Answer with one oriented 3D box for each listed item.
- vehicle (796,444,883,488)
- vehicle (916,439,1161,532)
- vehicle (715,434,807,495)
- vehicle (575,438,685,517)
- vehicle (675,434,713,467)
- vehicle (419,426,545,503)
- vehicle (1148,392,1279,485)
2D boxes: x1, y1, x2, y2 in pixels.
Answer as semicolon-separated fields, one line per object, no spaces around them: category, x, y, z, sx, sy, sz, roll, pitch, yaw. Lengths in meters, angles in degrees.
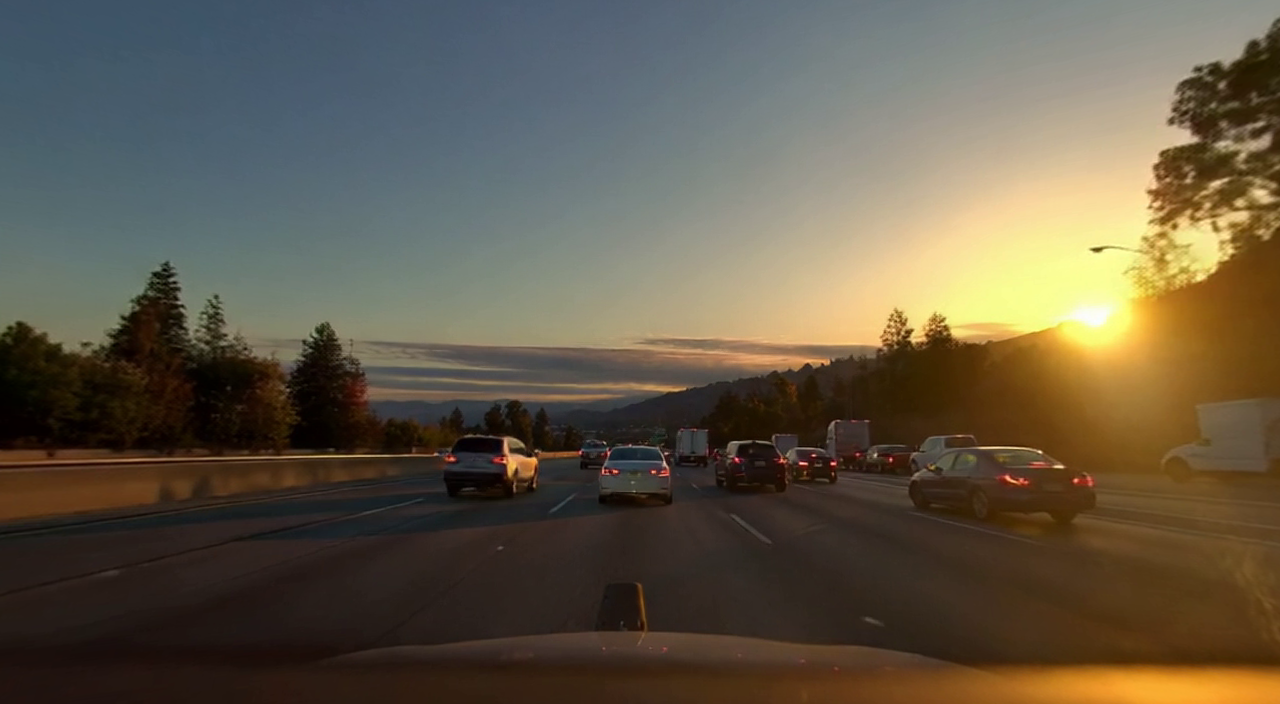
vehicle;7.390;4.263;23.808;1.942;1.482;4.250;0;-9;0
vehicle;7.615;2.560;12.736;2.021;1.505;4.480;0;-9;0
vehicle;3.593;3.444;19.534;2.053;1.666;4.106;0;-9;0
vehicle;-0.165;2.759;14.327;2.132;1.499;4.038;0;-9;1
vehicle;4.039;7.516;48.100;2.440;2.313;5.266;0;-9;0
vehicle;-3.965;2.925;16.750;2.079;1.741;4.436;0;-9;2
vehicle;29.239;4.051;29.294;2.957;4.007;8.656;0;-9;-8
